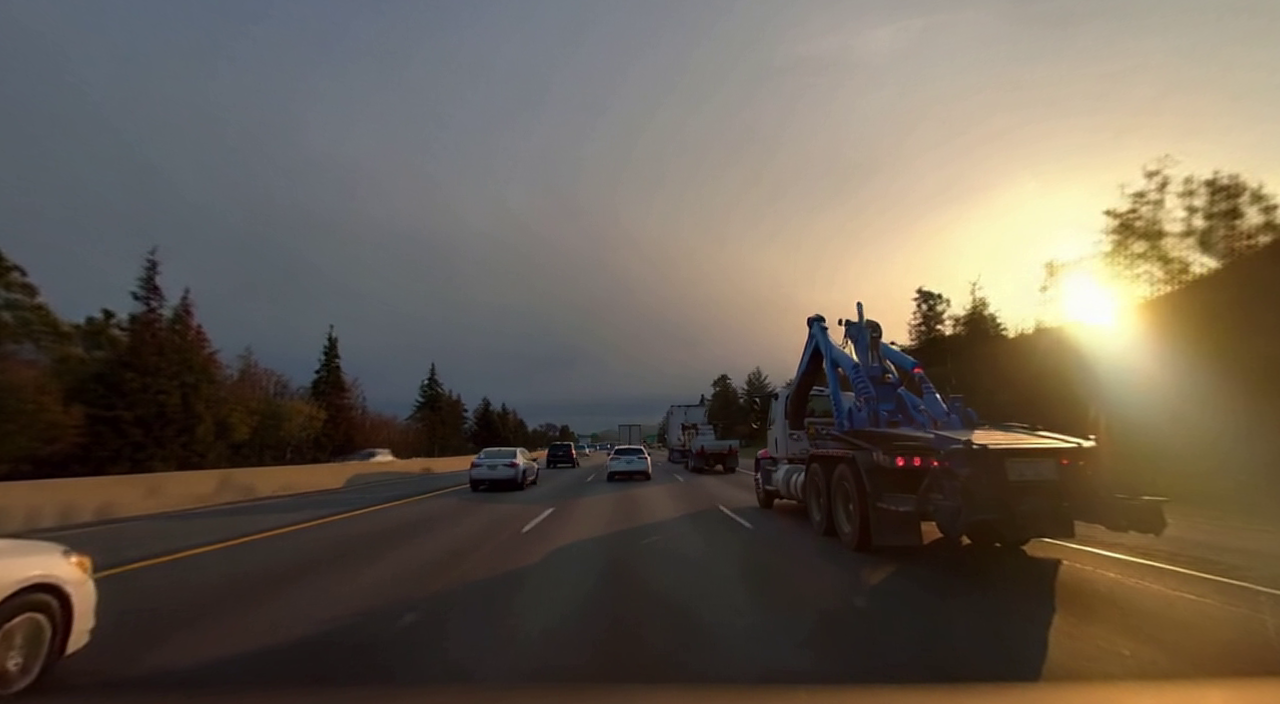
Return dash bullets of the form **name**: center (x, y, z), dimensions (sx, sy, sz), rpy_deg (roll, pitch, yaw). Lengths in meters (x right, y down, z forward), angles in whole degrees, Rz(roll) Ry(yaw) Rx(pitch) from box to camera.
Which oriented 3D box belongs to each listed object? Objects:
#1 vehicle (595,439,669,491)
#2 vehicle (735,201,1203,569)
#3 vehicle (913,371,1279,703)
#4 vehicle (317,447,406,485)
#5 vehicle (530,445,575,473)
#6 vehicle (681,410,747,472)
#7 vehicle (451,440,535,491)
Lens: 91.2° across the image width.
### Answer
- **vehicle**: center (-0.293, 3.602, 20.301), dimensions (2.150, 1.498, 3.988), rpy_deg (0, -9, -1)
- **vehicle**: center (3.765, 0.885, 10.332), dimensions (2.975, 3.618, 8.456), rpy_deg (0, -9, -1)
- **vehicle**: center (3.955, 0.964, 3.021), dimensions (2.599, 1.631, 5.693), rpy_deg (0, -9, -1)
- **vehicle**: center (-12.118, 4.969, 27.646), dimensions (1.869, 1.541, 4.519), rpy_deg (0, -9, 0)
- **vehicle**: center (-4.961, 6.137, 36.165), dimensions (1.924, 1.481, 4.264), rpy_deg (0, -9, 1)
- **vehicle**: center (3.662, 4.686, 32.676), dimensions (2.416, 2.829, 7.016), rpy_deg (0, -9, -1)
- **vehicle**: center (-4.785, 3.744, 20.990), dimensions (1.858, 1.527, 3.974), rpy_deg (0, -9, 0)
